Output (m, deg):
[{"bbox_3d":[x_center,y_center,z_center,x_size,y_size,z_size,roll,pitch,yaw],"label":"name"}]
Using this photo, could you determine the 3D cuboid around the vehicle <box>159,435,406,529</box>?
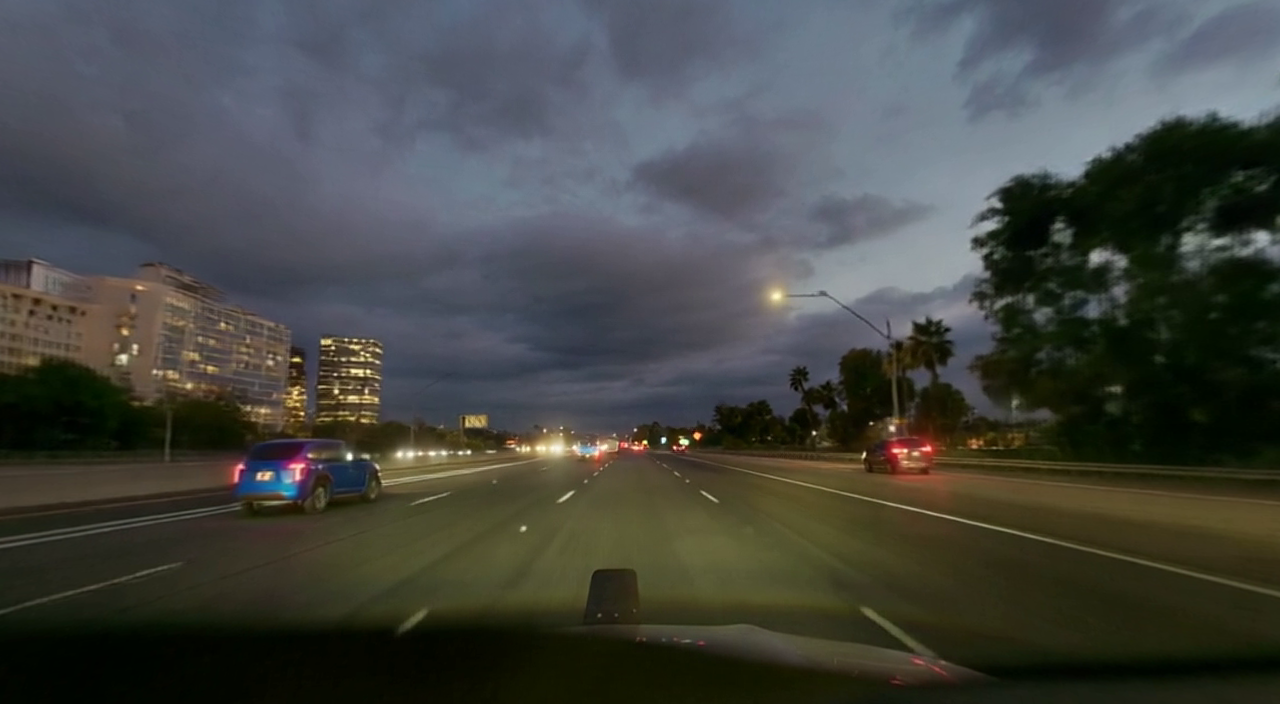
[{"bbox_3d":[-6.657,2.471,12.660,2.018,1.480,4.999,0,-9,0],"label":"vehicle"}]

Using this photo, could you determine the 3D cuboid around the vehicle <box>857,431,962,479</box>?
[{"bbox_3d":[10.944,4.243,26.095,2.168,1.792,4.457,0,-9,-2],"label":"vehicle"}]

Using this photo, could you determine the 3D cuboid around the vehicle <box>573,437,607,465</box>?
[{"bbox_3d":[-3.788,7.607,48.614,2.225,1.967,4.673,0,-9,-1],"label":"vehicle"}]
